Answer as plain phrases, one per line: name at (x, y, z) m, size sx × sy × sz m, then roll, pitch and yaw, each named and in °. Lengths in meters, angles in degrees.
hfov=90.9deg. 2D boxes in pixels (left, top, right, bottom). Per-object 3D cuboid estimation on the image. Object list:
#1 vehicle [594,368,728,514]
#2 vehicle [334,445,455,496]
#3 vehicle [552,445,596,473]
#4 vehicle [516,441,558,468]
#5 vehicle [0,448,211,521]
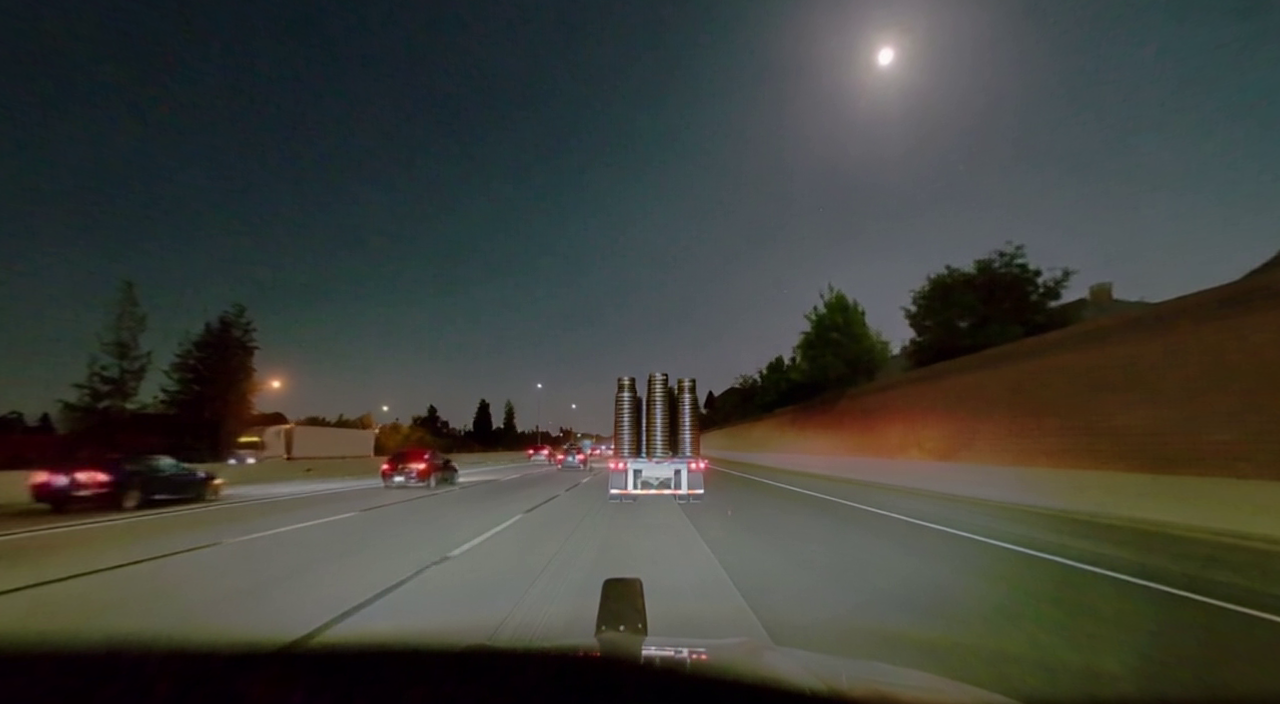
vehicle at (0.434, 2.476, 17.533) m, size 2.798 × 3.071 × 8.412 m, roll 0°, pitch -8°, yaw 0°
vehicle at (-7.857, 3.812, 20.734) m, size 2.006 × 1.458 × 4.700 m, roll 0°, pitch -8°, yaw 1°
vehicle at (-3.681, 6.068, 36.036) m, size 1.974 × 1.475 × 4.538 m, roll 0°, pitch -8°, yaw 1°
vehicle at (-7.462, 7.458, 46.061) m, size 2.164 × 1.874 × 5.004 m, roll 0°, pitch -8°, yaw 1°
vehicle at (-12.981, 3.080, 15.299) m, size 1.908 × 1.473 × 4.552 m, roll 0°, pitch -8°, yaw 0°
